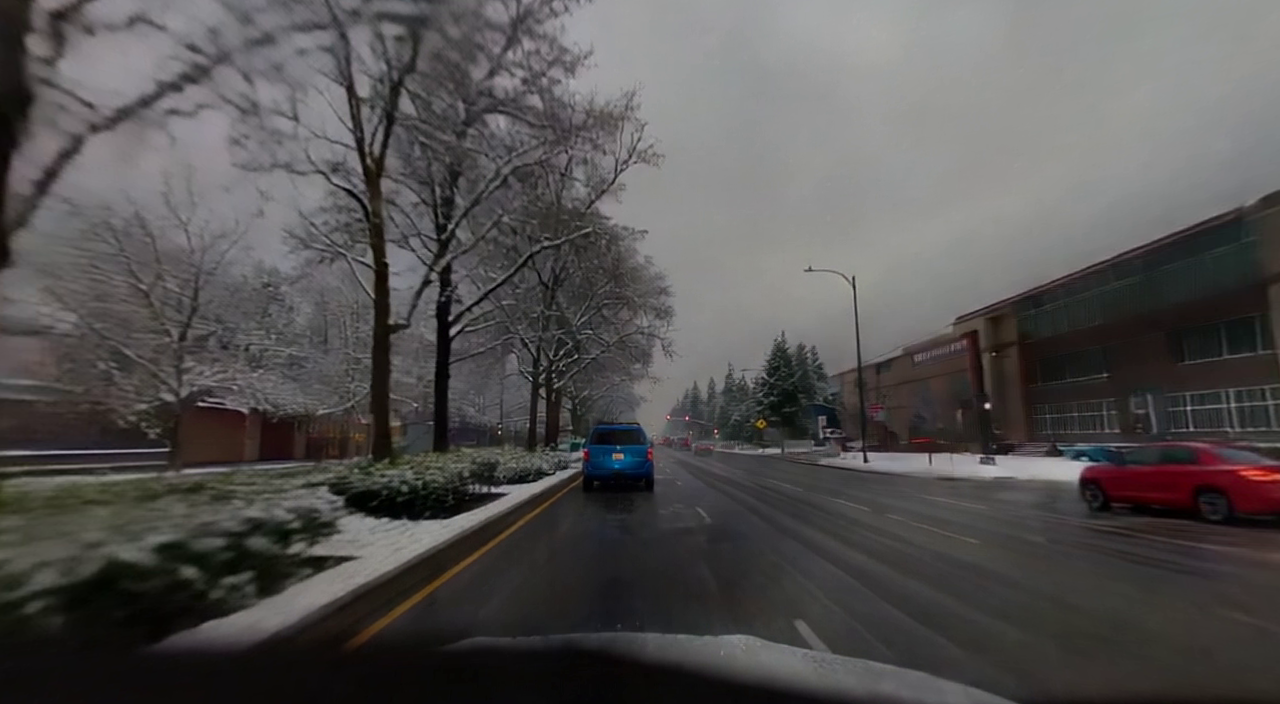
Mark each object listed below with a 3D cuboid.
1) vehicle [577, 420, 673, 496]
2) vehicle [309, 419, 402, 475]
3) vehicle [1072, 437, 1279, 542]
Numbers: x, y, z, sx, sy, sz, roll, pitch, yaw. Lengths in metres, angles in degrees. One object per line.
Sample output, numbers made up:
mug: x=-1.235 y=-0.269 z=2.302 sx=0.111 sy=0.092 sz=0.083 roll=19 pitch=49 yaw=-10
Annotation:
vehicle: x=-0.412 y=2.846 z=17.222 sx=2.277 sy=1.816 sz=4.192 roll=0 pitch=-9 yaw=-1
vehicle: x=-19.268 y=6.529 z=43.393 sx=2.811 sy=3.399 sz=7.898 roll=1 pitch=-9 yaw=-2
vehicle: x=9.698 y=2.265 z=11.095 sx=2.002 sy=1.456 sz=4.631 roll=-2 pitch=-9 yaw=15
